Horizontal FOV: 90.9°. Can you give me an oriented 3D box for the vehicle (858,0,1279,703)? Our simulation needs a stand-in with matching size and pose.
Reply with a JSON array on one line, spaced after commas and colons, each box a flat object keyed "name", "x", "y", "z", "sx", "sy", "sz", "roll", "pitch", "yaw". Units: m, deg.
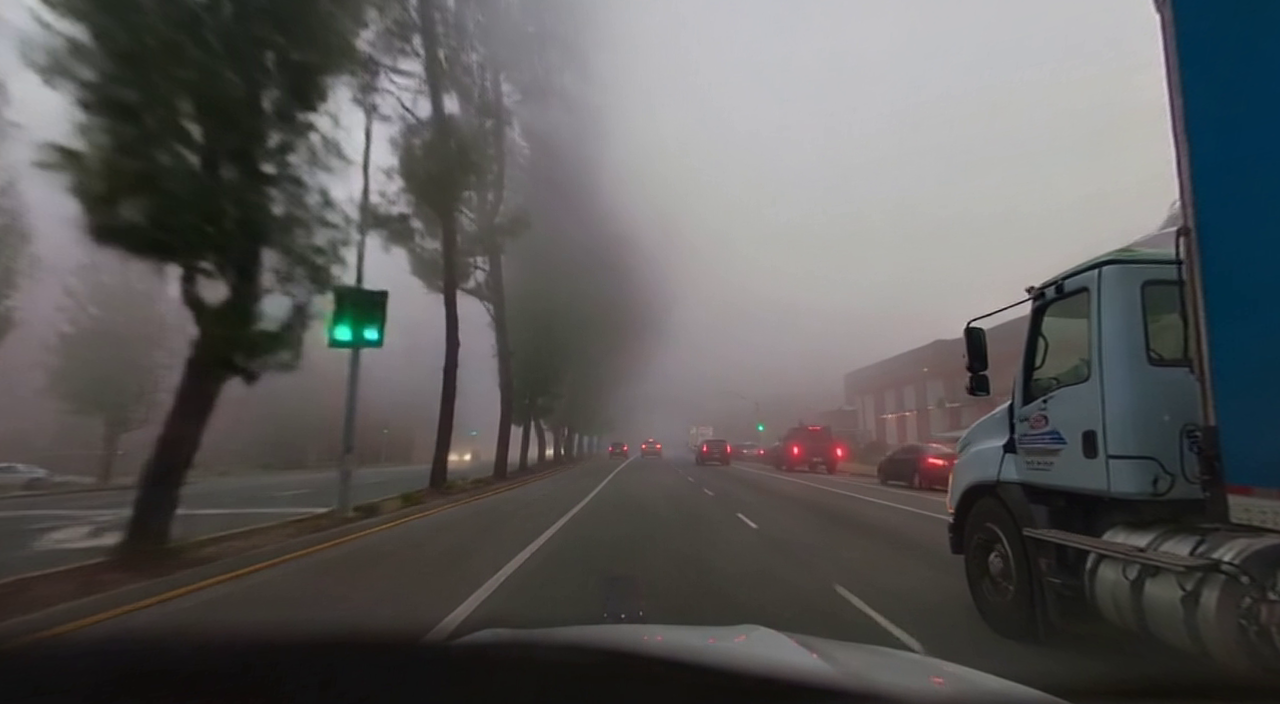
[{"name": "vehicle", "x": 3.697, "y": -0.266, "z": 2.252, "sx": 3.006, "sy": 3.679, "sz": 8.506, "roll": 0, "pitch": -8, "yaw": 2}]

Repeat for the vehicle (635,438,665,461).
[{"name": "vehicle", "x": 0.838, "y": 7.598, "z": 49.294, "sx": 2.276, "sy": 1.704, "sz": 3.925, "roll": 0, "pitch": -8, "yaw": 2}]

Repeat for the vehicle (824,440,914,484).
[{"name": "vehicle", "x": 8.139, "y": 3.938, "z": 22.833, "sx": 1.733, "sy": 1.441, "sz": 4.073, "roll": 0, "pitch": -8, "yaw": 0}]

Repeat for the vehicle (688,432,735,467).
[{"name": "vehicle", "x": 4.130, "y": 5.690, "z": 37.003, "sx": 2.196, "sy": 1.908, "sz": 4.412, "roll": 0, "pitch": -8, "yaw": 0}]

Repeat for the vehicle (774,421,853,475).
[{"name": "vehicle", "x": 8.175, "y": 4.594, "z": 30.286, "sx": 2.539, "sy": 2.328, "sz": 4.769, "roll": 0, "pitch": -8, "yaw": 2}]
